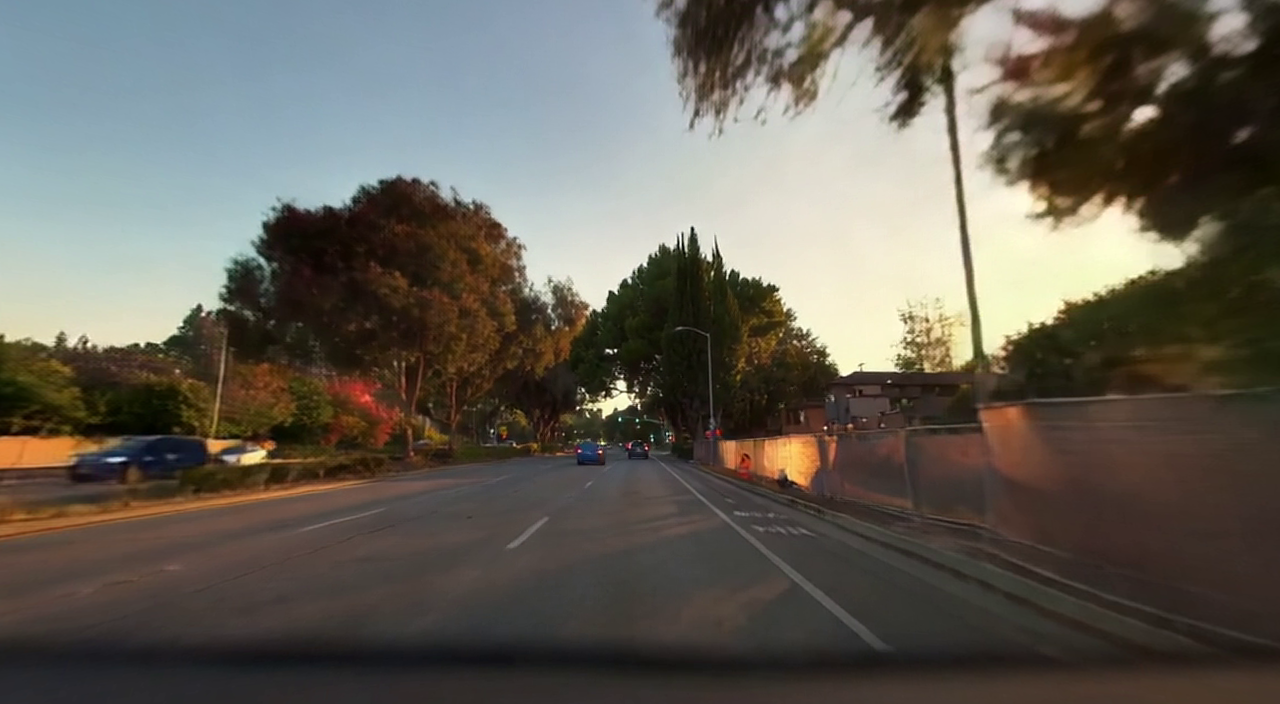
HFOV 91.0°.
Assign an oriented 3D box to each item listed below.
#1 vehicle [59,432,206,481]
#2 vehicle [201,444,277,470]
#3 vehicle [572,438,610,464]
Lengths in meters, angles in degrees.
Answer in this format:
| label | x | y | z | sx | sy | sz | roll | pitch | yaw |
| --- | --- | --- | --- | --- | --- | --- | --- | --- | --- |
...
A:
| label | x | y | z | sx | sy | sz | roll | pitch | yaw |
| --- | --- | --- | --- | --- | --- | --- | --- | --- | --- |
| vehicle | -20.791 | 4.286 | 26.152 | 2.046 | 1.823 | 4.753 | 0 | -9 | 1 |
| vehicle | -24.746 | 6.489 | 39.058 | 1.834 | 1.502 | 4.346 | 0 | -9 | 0 |
| vehicle | -3.317 | 6.873 | 43.689 | 2.198 | 1.663 | 4.519 | 0 | -8 | 1 |
